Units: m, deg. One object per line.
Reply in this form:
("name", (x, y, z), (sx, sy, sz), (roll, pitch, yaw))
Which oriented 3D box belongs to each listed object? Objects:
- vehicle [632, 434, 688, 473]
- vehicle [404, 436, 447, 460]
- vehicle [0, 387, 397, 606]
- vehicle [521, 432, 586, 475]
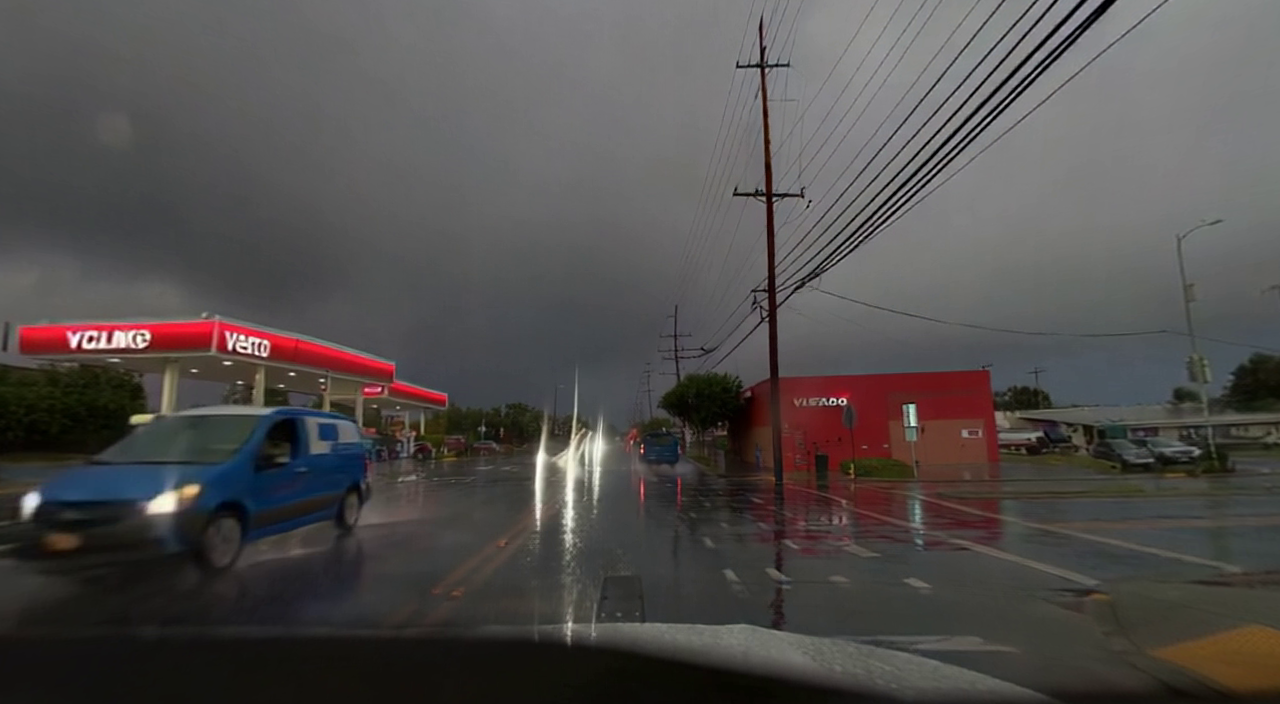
("vehicle", (0.836, 4.673, 29.144), (2.000, 1.663, 4.271), (1, -9, -6))
("vehicle", (-16.706, 7.491, 49.417), (1.890, 1.761, 4.578), (1, -9, -3))
("vehicle", (-5.066, 1.659, 8.181), (2.222, 1.931, 4.882), (1, -9, -5))
("vehicle", (-3.990, 4.832, 30.139), (2.274, 1.844, 4.843), (0, -9, 1))
